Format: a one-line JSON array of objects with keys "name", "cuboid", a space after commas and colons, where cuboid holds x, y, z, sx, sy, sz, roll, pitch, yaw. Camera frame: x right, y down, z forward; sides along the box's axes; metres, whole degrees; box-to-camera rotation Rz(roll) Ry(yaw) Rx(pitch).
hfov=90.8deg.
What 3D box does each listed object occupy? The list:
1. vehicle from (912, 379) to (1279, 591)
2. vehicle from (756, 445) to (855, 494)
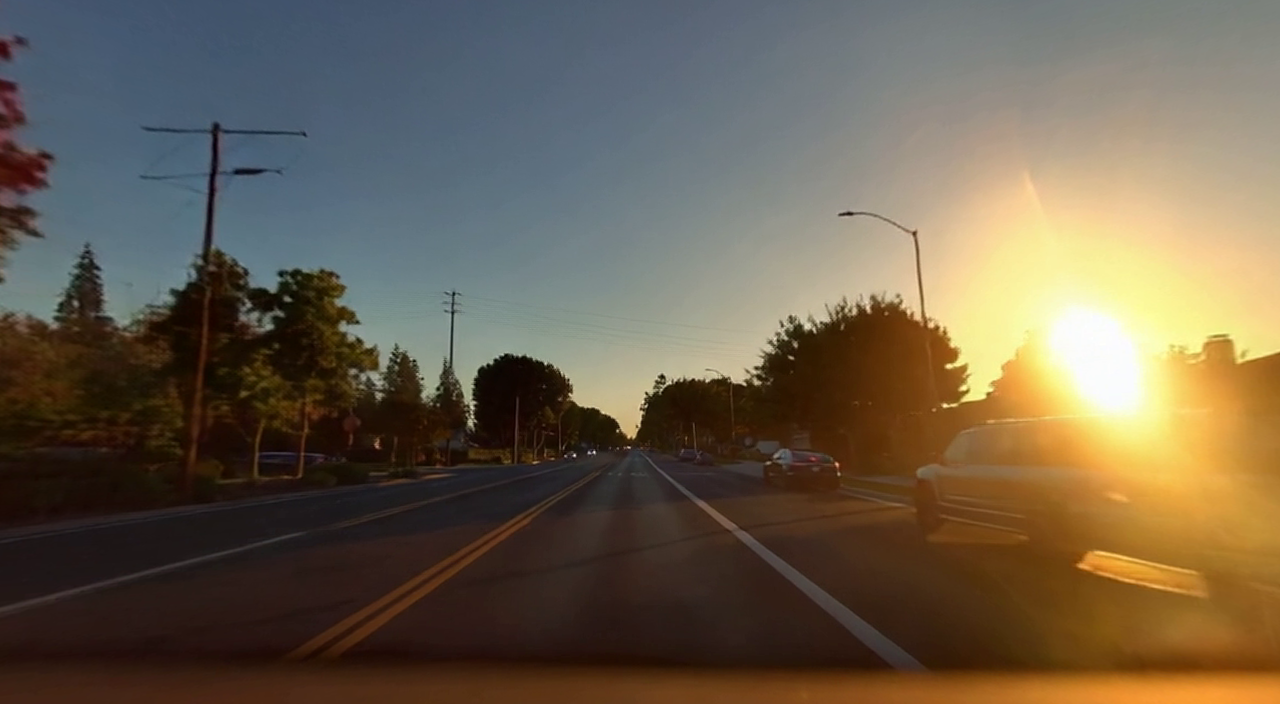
[{"name": "vehicle", "cuboid": [6.366, 1.776, 9.324, 2.275, 2.132, 5.726, 0, -9, 2]}, {"name": "vehicle", "cuboid": [5.952, 4.302, 23.465, 2.282, 1.566, 4.705, -1, -9, -1]}]
